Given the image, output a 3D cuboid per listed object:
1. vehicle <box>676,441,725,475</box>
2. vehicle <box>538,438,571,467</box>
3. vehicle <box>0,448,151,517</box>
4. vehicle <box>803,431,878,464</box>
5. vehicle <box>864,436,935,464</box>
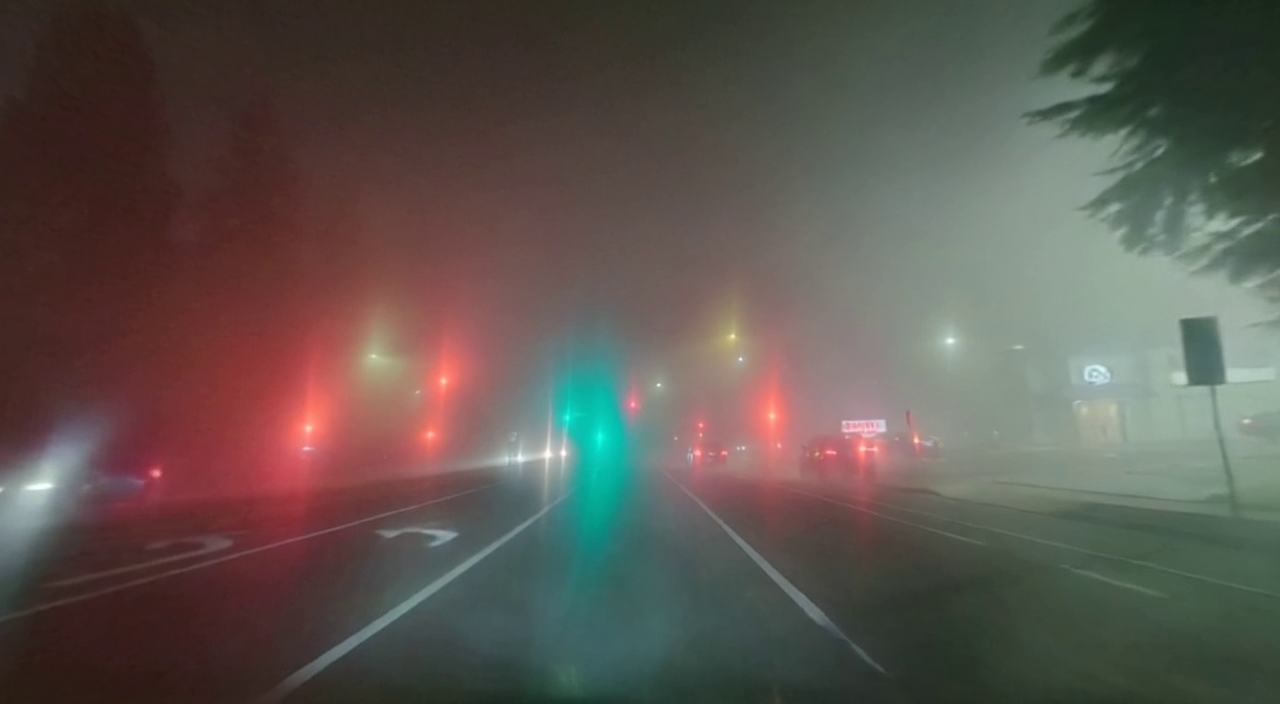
[{"bbox_3d":[3.008,5.334,32.121,1.961,1.580,4.020,0,-8,-2],"label":"vehicle"},{"bbox_3d":[-6.586,7.637,48.187,2.270,2.068,5.517,1,-8,-10],"label":"vehicle"},{"bbox_3d":[-18.588,4.067,20.303,2.026,1.885,4.539,0,-8,0],"label":"vehicle"},{"bbox_3d":[13.262,6.271,41.604,5.115,1.997,2.279,6,-11,-42],"label":"vehicle"},{"bbox_3d":[14.877,5.606,36.224,3.552,1.484,1.883,4,-9,-29],"label":"vehicle"}]
